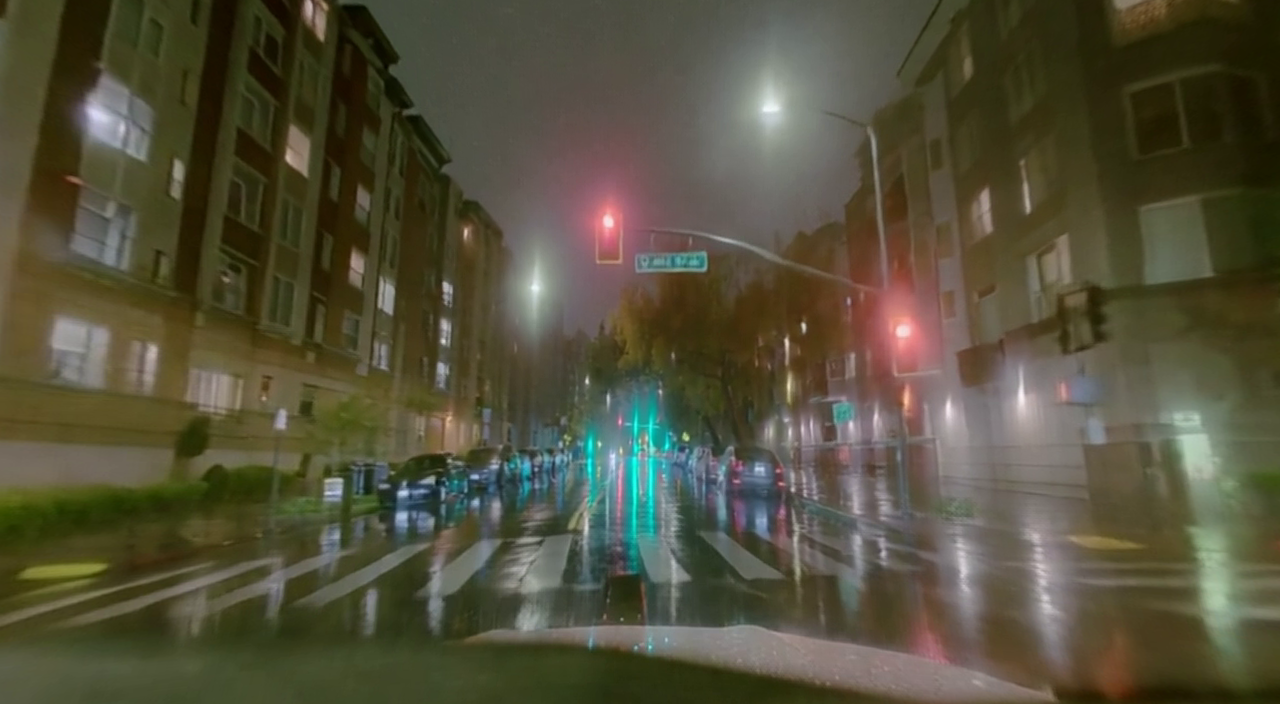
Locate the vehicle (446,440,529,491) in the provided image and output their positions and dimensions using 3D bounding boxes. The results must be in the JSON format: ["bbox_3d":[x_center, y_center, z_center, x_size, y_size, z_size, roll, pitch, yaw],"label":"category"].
[{"bbox_3d":[-6.346,4.737,26.854,2.175,1.849,4.725,-3,-8,2],"label":"vehicle"}]

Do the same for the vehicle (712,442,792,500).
[{"bbox_3d":[3.671,3.966,21.599,1.924,1.657,4.665,1,-8,1],"label":"vehicle"}]

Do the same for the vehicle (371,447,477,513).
[{"bbox_3d":[-6.606,3.886,19.833,1.763,1.612,4.462,-6,-8,-1],"label":"vehicle"}]
